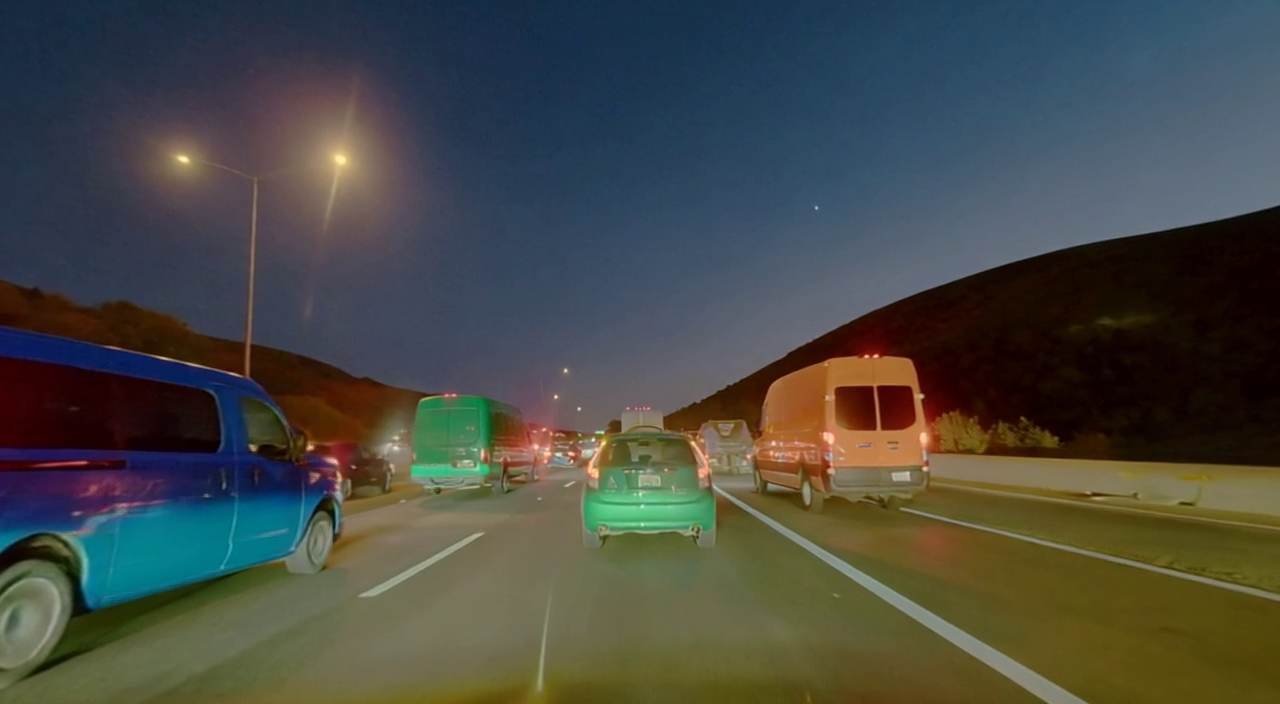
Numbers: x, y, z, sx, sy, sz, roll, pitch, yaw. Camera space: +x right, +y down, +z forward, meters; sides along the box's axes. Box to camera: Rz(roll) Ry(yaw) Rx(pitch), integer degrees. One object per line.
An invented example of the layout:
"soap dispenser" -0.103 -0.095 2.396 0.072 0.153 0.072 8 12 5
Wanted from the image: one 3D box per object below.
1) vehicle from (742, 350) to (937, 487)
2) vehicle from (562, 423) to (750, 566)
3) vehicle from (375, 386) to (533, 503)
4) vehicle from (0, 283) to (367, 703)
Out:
"vehicle" 6.573 2.679 23.533 2.977 3.878 11.111 0 -8 -3
"vehicle" 0.120 1.811 8.754 2.003 1.499 3.930 0 -8 -2
"vehicle" -4.515 2.420 16.576 2.300 2.522 5.701 -1 -8 1
"vehicle" -4.257 0.909 4.423 2.195 2.086 5.445 0 -8 0
